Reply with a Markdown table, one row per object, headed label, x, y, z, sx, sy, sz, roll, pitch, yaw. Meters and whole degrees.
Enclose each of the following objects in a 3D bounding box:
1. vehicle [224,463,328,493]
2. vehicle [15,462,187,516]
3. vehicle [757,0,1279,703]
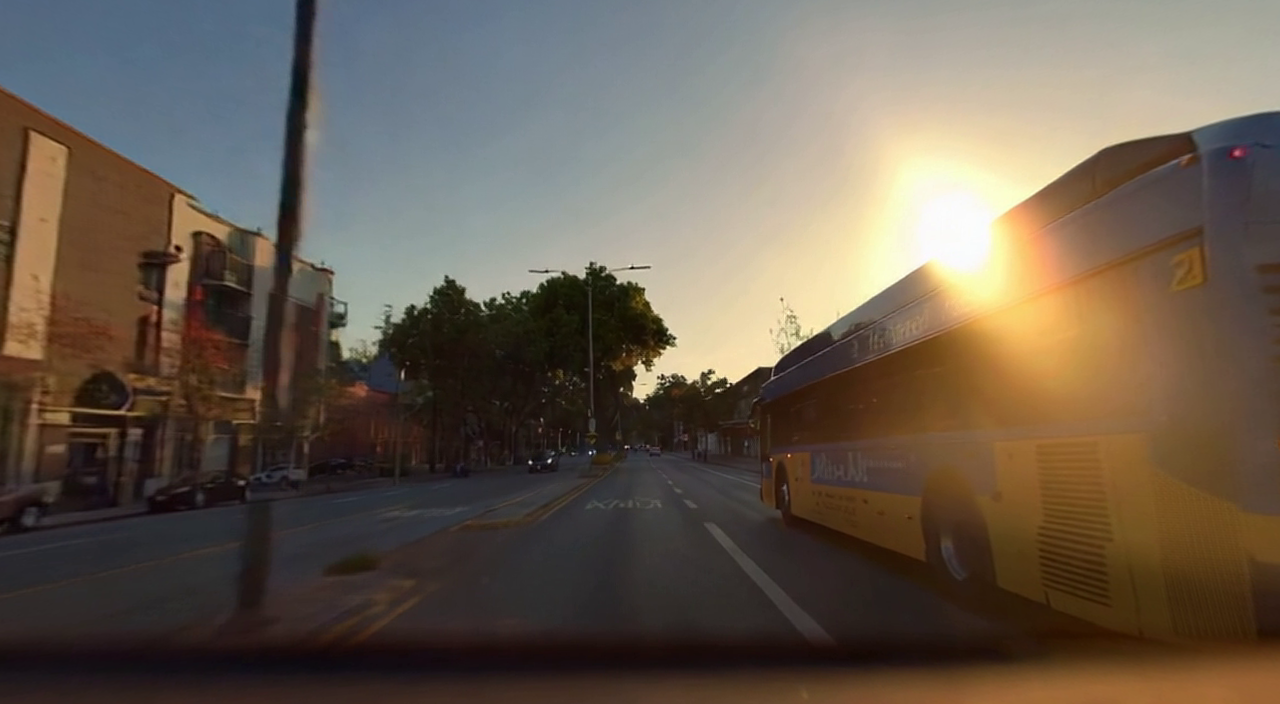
| label | x | y | z | sx | sy | sz | roll | pitch | yaw |
| --- | --- | --- | --- | --- | --- | --- | --- | --- | --- |
| vehicle | -19.549 | 6.760 | 34.057 | 4.409 | 1.508 | 1.803 | 0 | -9 | -3 |
| vehicle | -19.285 | 4.883 | 22.784 | 4.325 | 1.777 | 1.948 | 0 | -9 | -1 |
| vehicle | 4.043 | 0.579 | 5.918 | 3.194 | 3.345 | 12.428 | 0 | -8 | -2 |
